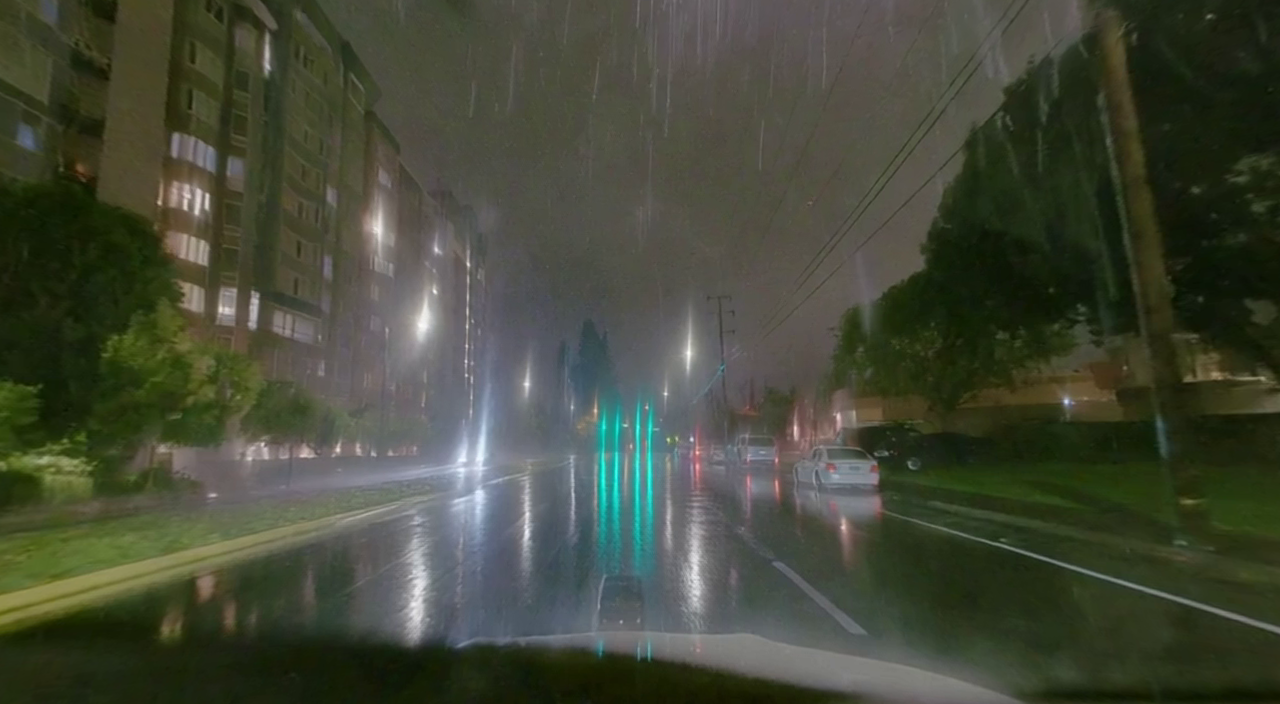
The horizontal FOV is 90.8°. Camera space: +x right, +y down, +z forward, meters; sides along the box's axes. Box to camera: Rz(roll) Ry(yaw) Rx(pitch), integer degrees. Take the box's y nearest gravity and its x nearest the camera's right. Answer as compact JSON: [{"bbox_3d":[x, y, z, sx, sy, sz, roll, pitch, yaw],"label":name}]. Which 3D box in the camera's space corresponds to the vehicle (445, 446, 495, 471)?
[{"bbox_3d":[-10.581,6.628,39.621,1.847,1.460,4.294,-1,-8,1],"label":"vehicle"}]

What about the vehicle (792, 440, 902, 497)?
[{"bbox_3d":[6.174,3.508,19.422,1.914,1.517,4.320,0,-8,0],"label":"vehicle"}]

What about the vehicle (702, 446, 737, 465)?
[{"bbox_3d":[6.148,8.047,49.370,2.013,1.408,5.011,0,-9,-1],"label":"vehicle"}]

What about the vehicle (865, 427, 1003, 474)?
[{"bbox_3d":[12.987,4.385,28.086,5.117,1.723,1.968,-2,-9,-5],"label":"vehicle"}]

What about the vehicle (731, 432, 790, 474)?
[{"bbox_3d":[6.342,5.434,34.171,2.267,2.037,6.240,-1,-9,3],"label":"vehicle"}]
